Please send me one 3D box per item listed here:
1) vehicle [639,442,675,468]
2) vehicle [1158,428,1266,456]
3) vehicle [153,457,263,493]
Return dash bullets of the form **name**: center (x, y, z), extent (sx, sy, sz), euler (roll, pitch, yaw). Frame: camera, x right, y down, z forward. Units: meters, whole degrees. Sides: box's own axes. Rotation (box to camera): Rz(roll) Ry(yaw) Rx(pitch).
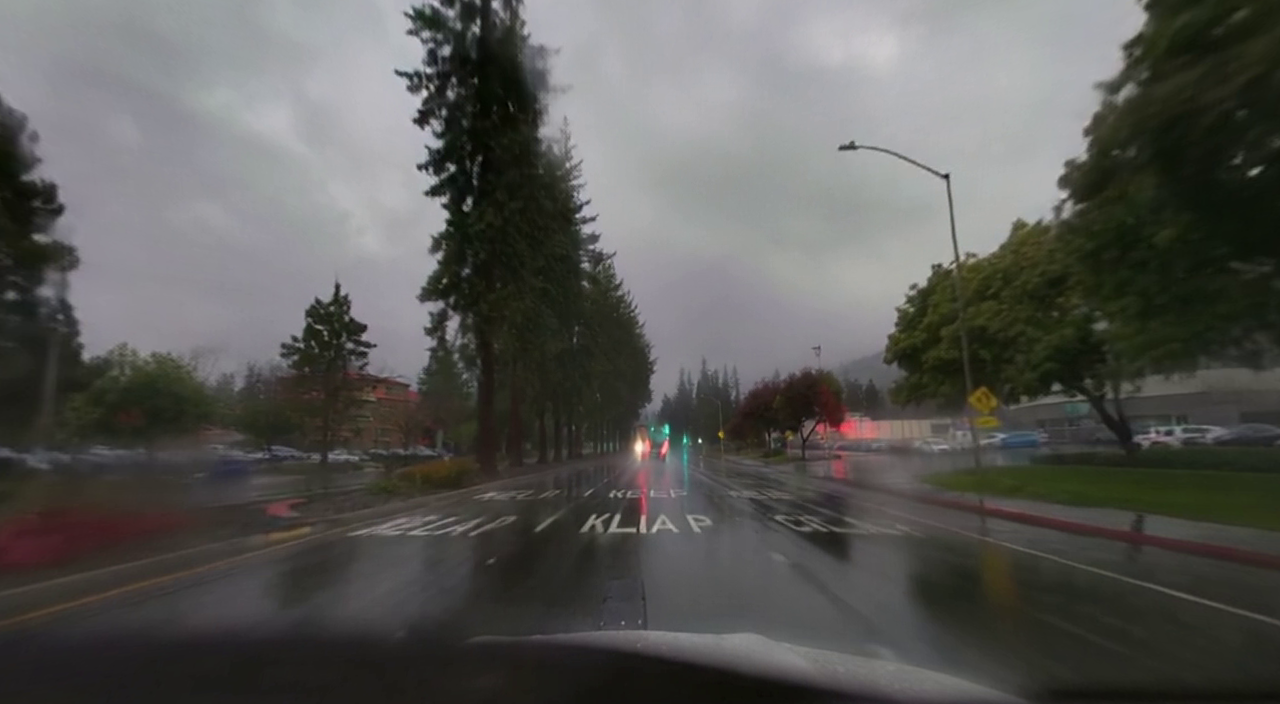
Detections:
- **vehicle**: center (1.054, 6.465, 39.490), extent (2.144, 1.505, 4.128), euler (0, -9, 1)
- **vehicle**: center (31.714, 5.005, 34.888), extent (4.002, 1.501, 2.000), euler (0, -9, 0)
- **vehicle**: center (-20.198, 5.729, 29.621), extent (1.885, 1.464, 4.525), euler (0, -9, 2)
